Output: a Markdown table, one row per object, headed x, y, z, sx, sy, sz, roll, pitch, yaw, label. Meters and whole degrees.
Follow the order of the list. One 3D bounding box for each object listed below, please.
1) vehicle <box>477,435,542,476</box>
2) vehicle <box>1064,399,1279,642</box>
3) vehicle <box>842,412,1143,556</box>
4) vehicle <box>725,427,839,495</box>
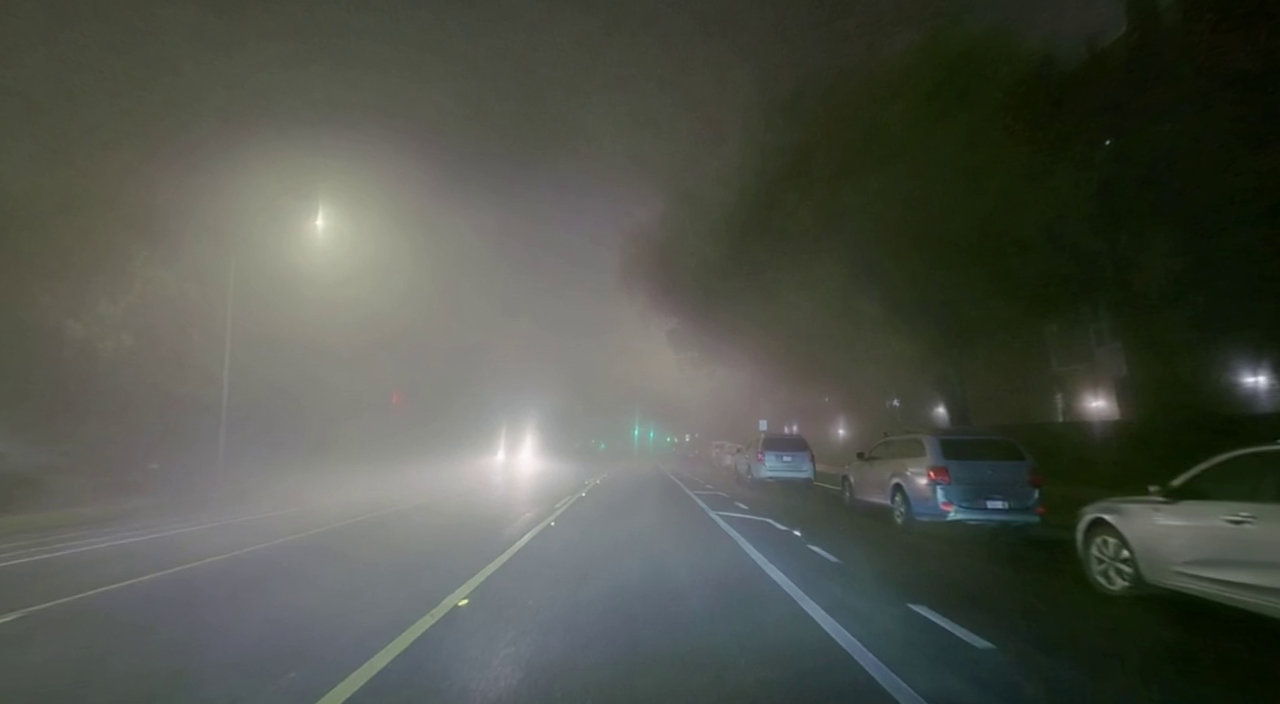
| x | y | z | sx | sy | sz | roll | pitch | yaw | label |
| --- | --- | --- | --- | --- | --- | --- | --- | --- | --- |
| -6.732 | 5.406 | 33.314 | 2.105 | 1.919 | 6.049 | 0 | -8 | 0 | vehicle |
| 5.299 | 1.072 | 3.798 | 1.893 | 1.628 | 5.026 | 0 | -8 | -1 | vehicle |
| 5.119 | 1.972 | 10.195 | 2.039 | 1.752 | 4.686 | 0 | -8 | -1 | vehicle |
| 4.022 | 3.185 | 18.807 | 2.272 | 1.744 | 4.324 | 0 | -8 | -2 | vehicle |
